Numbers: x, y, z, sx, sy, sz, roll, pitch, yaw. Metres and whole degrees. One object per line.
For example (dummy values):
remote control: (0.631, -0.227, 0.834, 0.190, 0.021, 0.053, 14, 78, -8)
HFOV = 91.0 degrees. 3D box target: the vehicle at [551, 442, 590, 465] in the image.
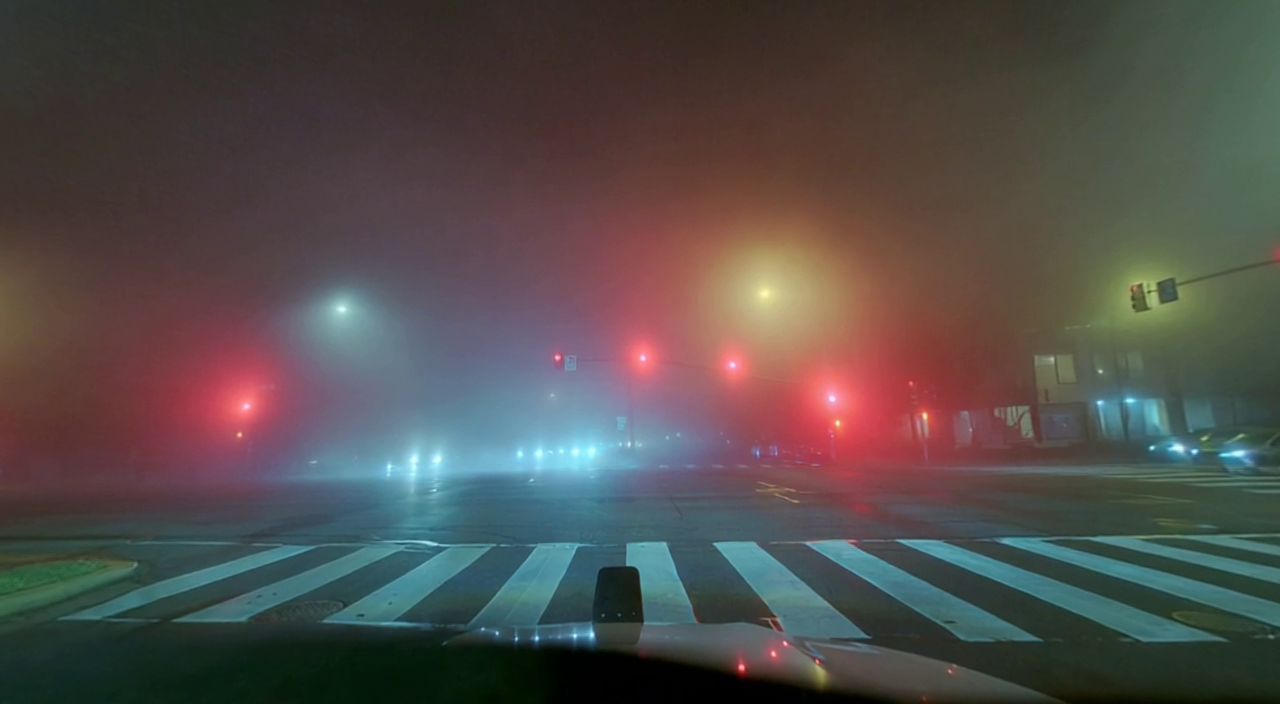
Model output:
vehicle: (-4.543, 6.707, 41.684, 1.954, 1.431, 4.050, -1, -9, 2)

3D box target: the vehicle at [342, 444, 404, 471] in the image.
vehicle: (-18.565, 7.341, 44.000, 2.237, 1.801, 4.541, 0, -9, 1)

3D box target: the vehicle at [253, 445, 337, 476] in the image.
vehicle: (-22.198, 6.956, 40.756, 2.032, 1.839, 4.884, -2, -9, 11)

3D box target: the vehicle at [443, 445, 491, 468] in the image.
vehicle: (-11.653, 7.058, 42.715, 1.911, 1.476, 4.297, -1, -9, 2)

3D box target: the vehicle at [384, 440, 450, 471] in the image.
vehicle: (-15.152, 7.038, 43.165, 2.340, 1.946, 5.450, 0, -9, 2)

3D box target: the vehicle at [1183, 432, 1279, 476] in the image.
vehicle: (22.309, 3.579, 22.251, 4.474, 1.477, 1.908, 0, -9, -3)

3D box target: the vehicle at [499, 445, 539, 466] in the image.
vehicle: (-8.118, 7.004, 42.616, 1.910, 1.321, 3.692, 0, -9, 1)
